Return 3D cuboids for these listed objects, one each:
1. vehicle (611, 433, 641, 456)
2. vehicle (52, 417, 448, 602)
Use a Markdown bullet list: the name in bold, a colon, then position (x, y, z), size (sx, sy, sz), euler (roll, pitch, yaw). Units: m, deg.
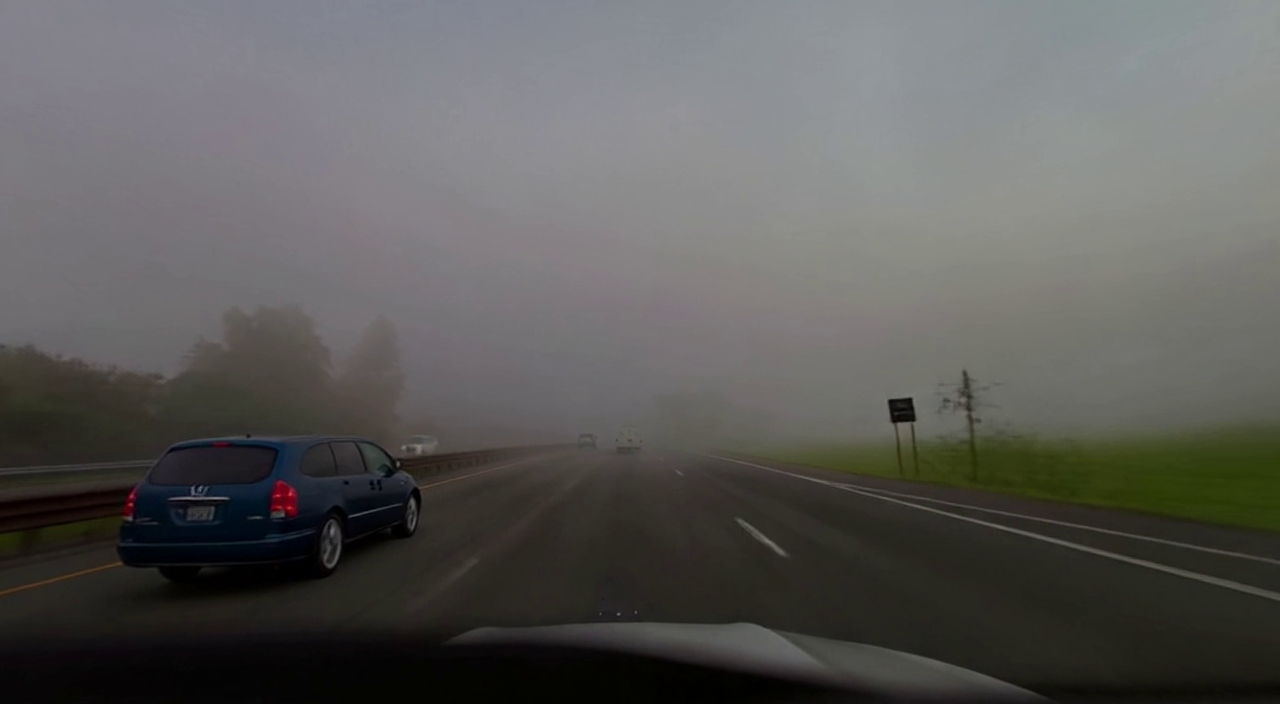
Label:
- **vehicle**: position (-1.004, 7.026, 47.876), size (2.162, 1.616, 4.242), euler (0, -8, 0)
- **vehicle**: position (-3.798, 1.559, 7.224), size (1.931, 1.483, 4.105), euler (0, -8, -1)
